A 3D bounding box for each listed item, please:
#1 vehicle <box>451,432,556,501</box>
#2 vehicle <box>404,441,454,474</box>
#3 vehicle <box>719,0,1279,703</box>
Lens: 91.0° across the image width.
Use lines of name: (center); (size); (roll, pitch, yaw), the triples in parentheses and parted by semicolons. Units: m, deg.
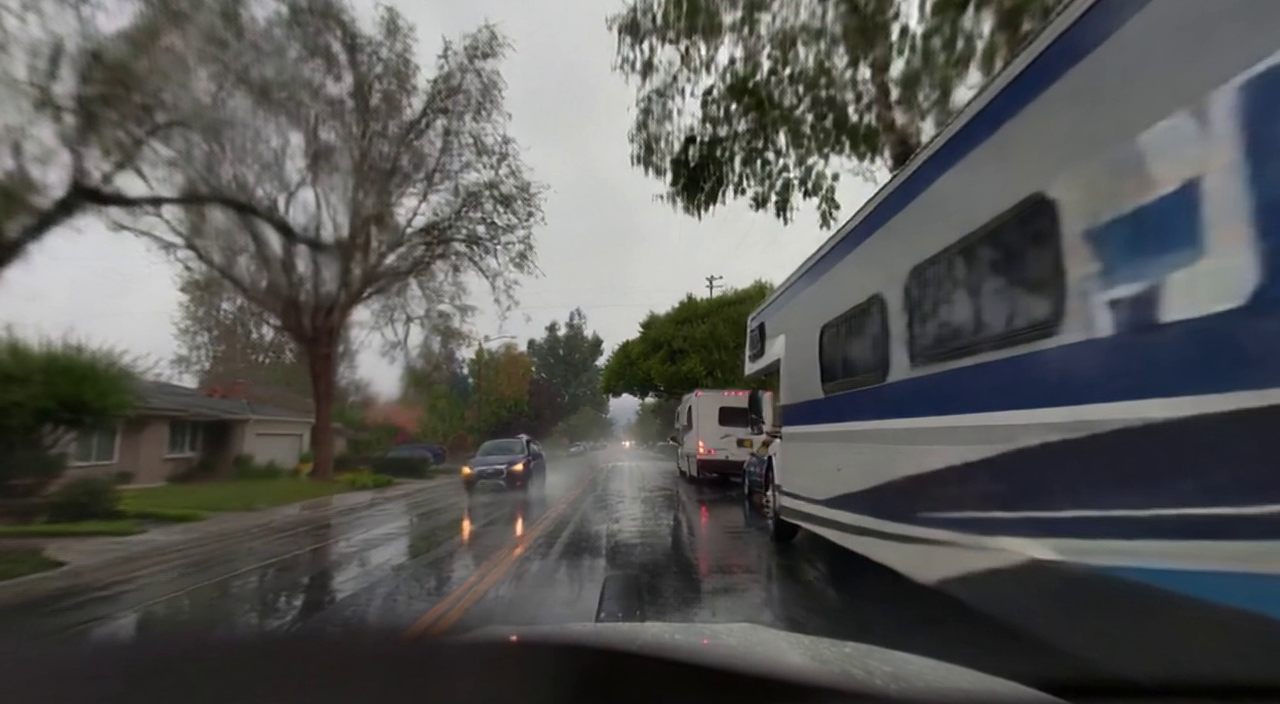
vehicle: (-3.821, 3.294, 18.526); (2.194, 1.763, 4.288); (0, -8, -1)
vehicle: (-13.128, 6.580, 39.508); (2.111, 1.856, 4.803); (0, -9, -8)
vehicle: (2.955, 0.304, 4.246); (3.052, 3.440, 11.052); (0, -8, -2)
